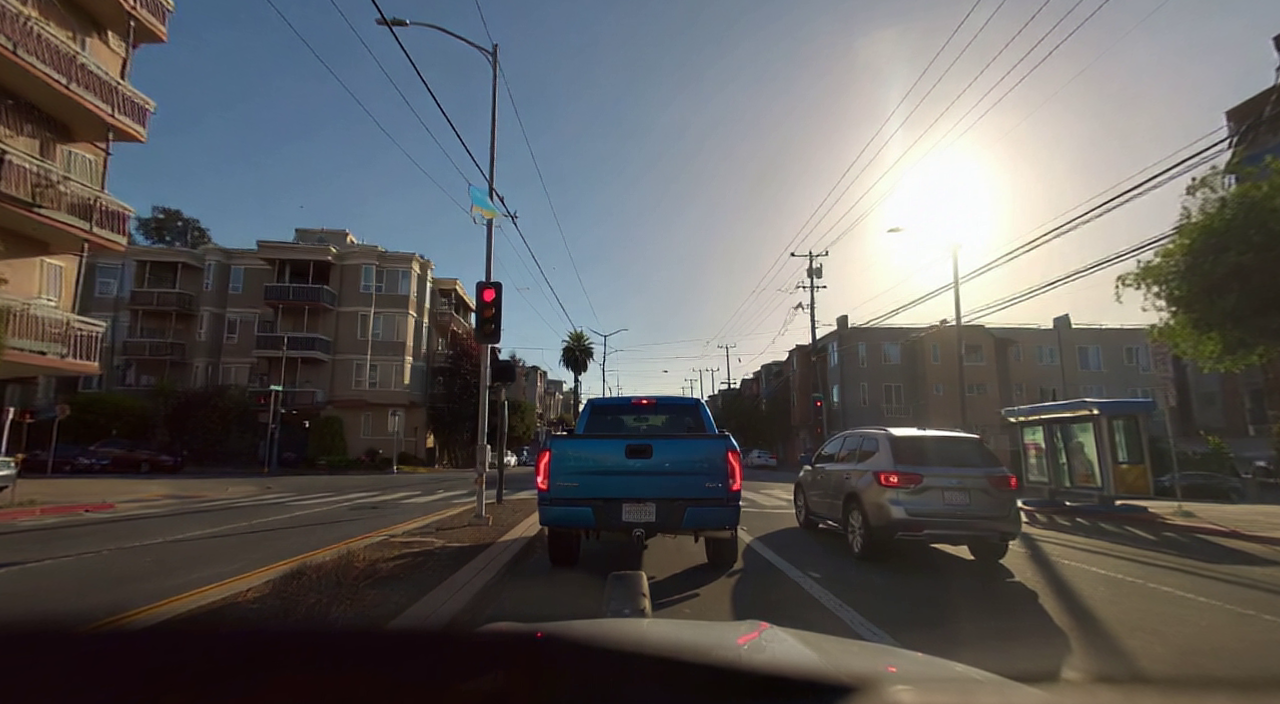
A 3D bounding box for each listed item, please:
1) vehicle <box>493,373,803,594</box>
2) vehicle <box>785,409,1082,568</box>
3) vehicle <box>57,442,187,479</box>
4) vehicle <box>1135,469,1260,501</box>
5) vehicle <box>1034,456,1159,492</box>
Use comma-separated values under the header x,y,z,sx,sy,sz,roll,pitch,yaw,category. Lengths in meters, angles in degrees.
x,y,z,sx,sy,sz,roll,pitch,yaw,category
0.107,1.539,8.222,2.738,1.959,5.070,0,-8,1,vehicle
3.841,1.882,9.496,2.131,1.759,4.762,0,-8,0,vehicle
-24.894,5.199,30.394,4.563,1.692,1.778,0,-9,-2,vehicle
26.401,6.282,29.927,4.071,1.388,1.884,0,-8,1,vehicle
21.728,5.814,30.117,4.498,1.618,1.843,0,-8,0,vehicle
